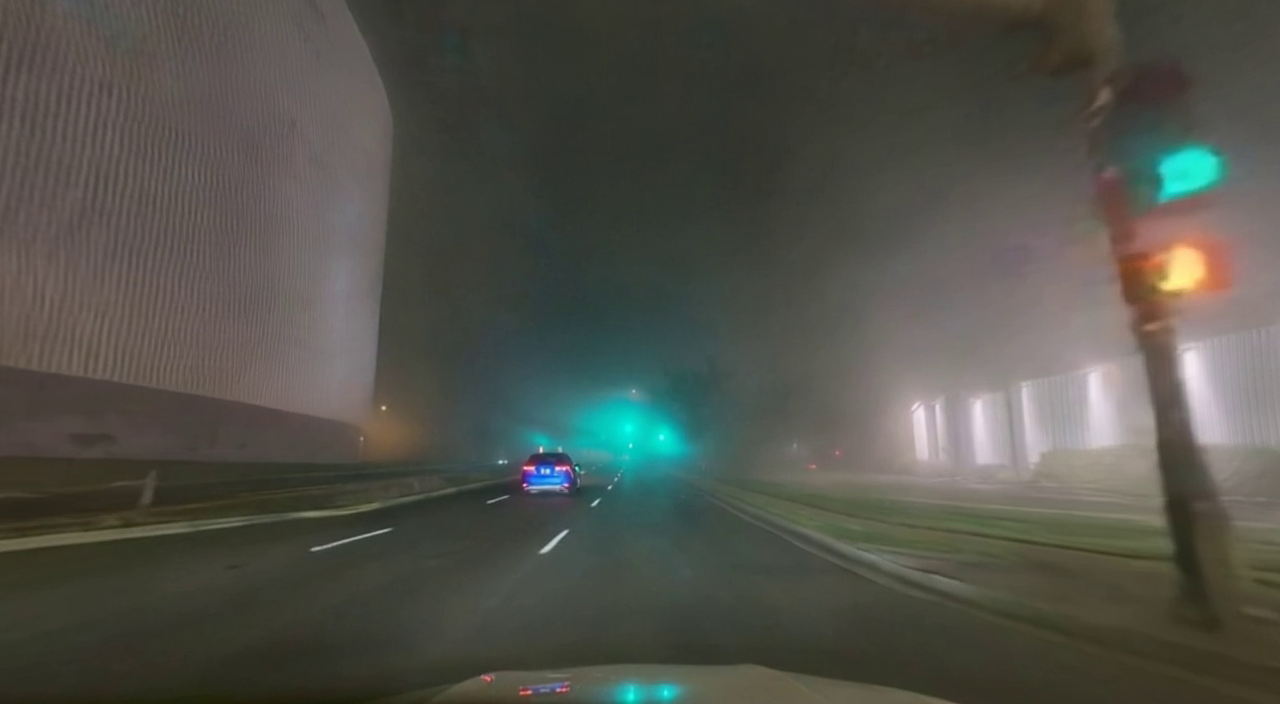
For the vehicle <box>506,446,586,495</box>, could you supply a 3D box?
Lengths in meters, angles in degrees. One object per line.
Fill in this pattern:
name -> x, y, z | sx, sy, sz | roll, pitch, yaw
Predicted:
vehicle -> -3.098, 4.020, 21.748 | 1.971, 1.486, 4.380 | 0, -9, 1
